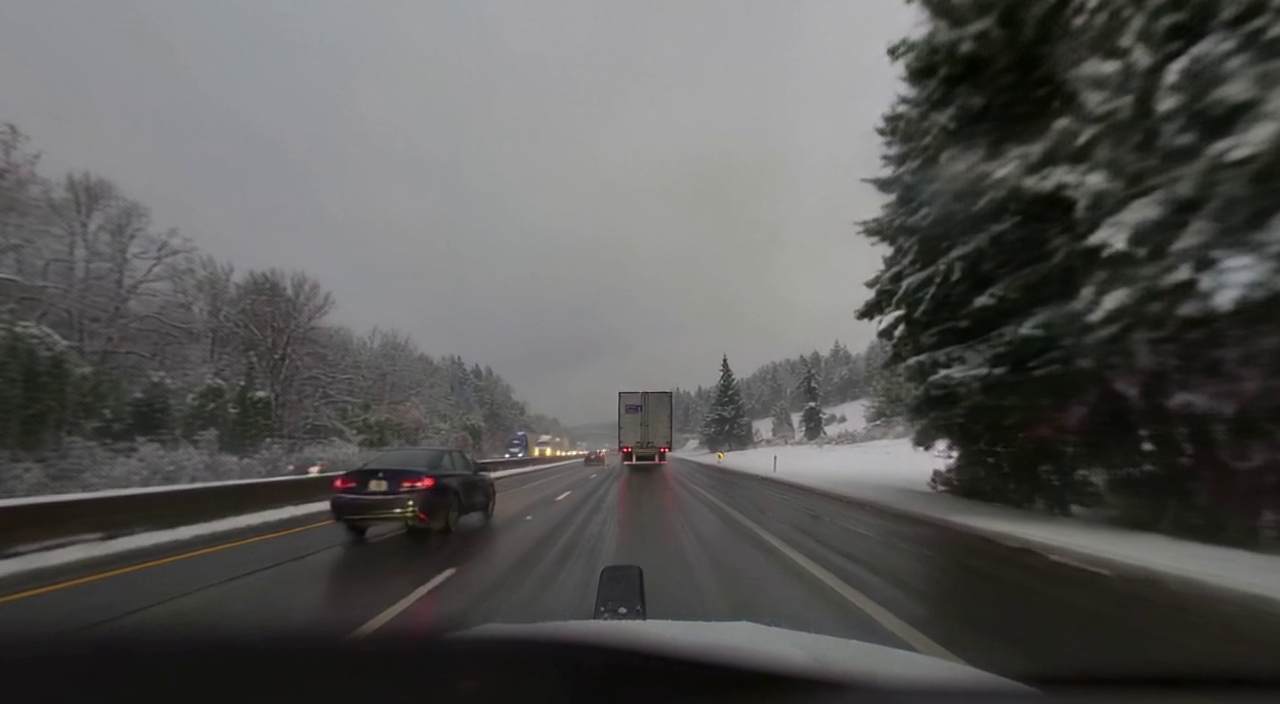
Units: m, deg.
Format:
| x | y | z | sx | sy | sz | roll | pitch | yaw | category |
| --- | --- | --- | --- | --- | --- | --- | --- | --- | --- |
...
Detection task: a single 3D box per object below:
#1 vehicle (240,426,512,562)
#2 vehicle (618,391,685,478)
| x | y | z | sx | sy | sz | roll | pitch | yaw | category |
| --- | --- | --- | --- | --- | --- | --- | --- | --- | --- |
| -3.551 | 2.042 | 9.803 | 2.074 | 1.546 | 4.946 | 0 | -9 | 0 | vehicle |
| 0.431 | 4.413 | 32.880 | 2.959 | 3.828 | 9.617 | 0 | -9 | -1 | vehicle |
